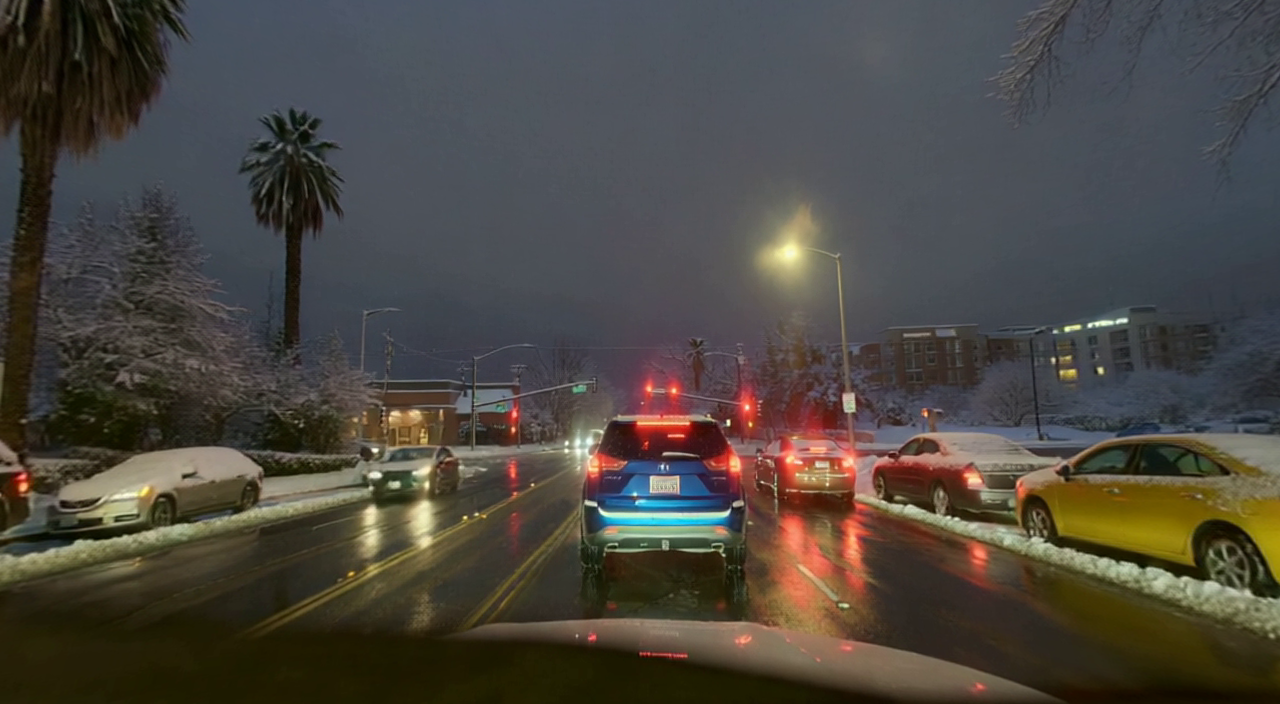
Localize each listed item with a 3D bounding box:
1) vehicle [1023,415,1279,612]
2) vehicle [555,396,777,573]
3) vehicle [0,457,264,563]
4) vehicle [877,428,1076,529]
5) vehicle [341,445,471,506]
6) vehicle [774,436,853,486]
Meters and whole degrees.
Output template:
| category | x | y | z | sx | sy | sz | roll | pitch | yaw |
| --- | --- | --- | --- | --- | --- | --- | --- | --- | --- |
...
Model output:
| category | x | y | z | sx | sy | sz | roll | pitch | yaw |
| --- | --- | --- | --- | --- | --- | --- | --- | --- | --- |
| vehicle | 6.465 | 1.603 | 6.930 | 1.935 | 1.672 | 4.139 | 0 | -8 | 1 |
| vehicle | 0.288 | 1.672 | 8.681 | 2.264 | 1.798 | 4.258 | 0 | -8 | 1 |
| vehicle | -9.560 | 2.813 | 11.949 | 2.054 | 1.467 | 4.595 | -3 | -9 | 1 |
| vehicle | 6.692 | 2.529 | 13.242 | 1.930 | 1.736 | 4.329 | -1 | -8 | 3 |
| vehicle | -6.409 | 3.395 | 17.963 | 1.928 | 1.475 | 4.645 | 0 | -8 | -1 |
| vehicle | 6.565 | 4.148 | 24.392 | 1.948 | 1.729 | 4.023 | 0 | -8 | 1 |
